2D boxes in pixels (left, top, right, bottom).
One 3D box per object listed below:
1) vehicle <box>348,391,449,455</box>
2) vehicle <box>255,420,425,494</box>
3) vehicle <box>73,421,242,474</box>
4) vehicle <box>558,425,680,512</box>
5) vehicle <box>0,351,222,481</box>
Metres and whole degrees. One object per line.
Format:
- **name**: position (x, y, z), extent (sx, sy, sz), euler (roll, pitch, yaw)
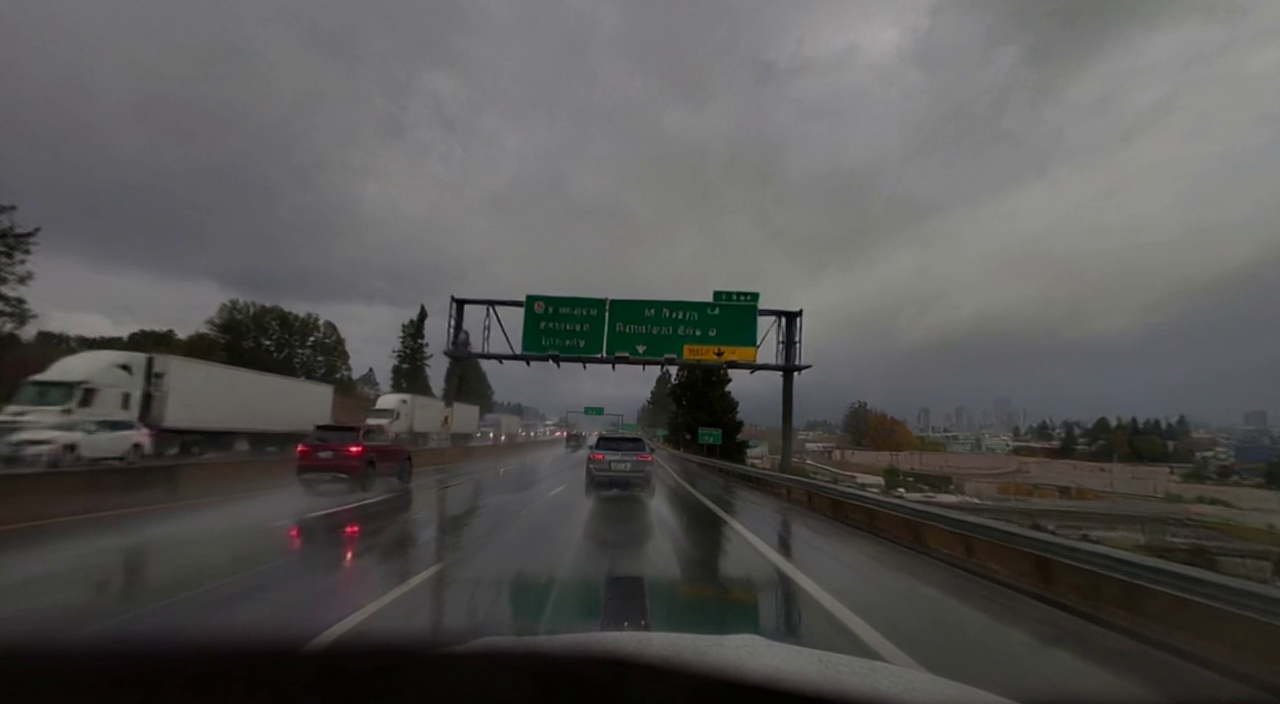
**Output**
- **vehicle**: position (-15.280, 4.730, 40.790), extent (3.034, 3.627, 9.026), euler (0, -8, 0)
- **vehicle**: position (-7.633, 2.719, 16.656), extent (2.325, 1.663, 4.426), euler (0, -8, 0)
- **vehicle**: position (-14.901, 2.981, 19.796), extent (1.865, 1.476, 4.348), euler (0, -8, 0)
- **vehicle**: position (-0.368, 2.361, 13.299), extent (2.127, 1.497, 4.445), euler (0, -8, 0)
- **vehicle**: position (-19.003, 2.444, 22.814), extent (2.695, 3.963, 7.031), euler (0, -8, -1)
